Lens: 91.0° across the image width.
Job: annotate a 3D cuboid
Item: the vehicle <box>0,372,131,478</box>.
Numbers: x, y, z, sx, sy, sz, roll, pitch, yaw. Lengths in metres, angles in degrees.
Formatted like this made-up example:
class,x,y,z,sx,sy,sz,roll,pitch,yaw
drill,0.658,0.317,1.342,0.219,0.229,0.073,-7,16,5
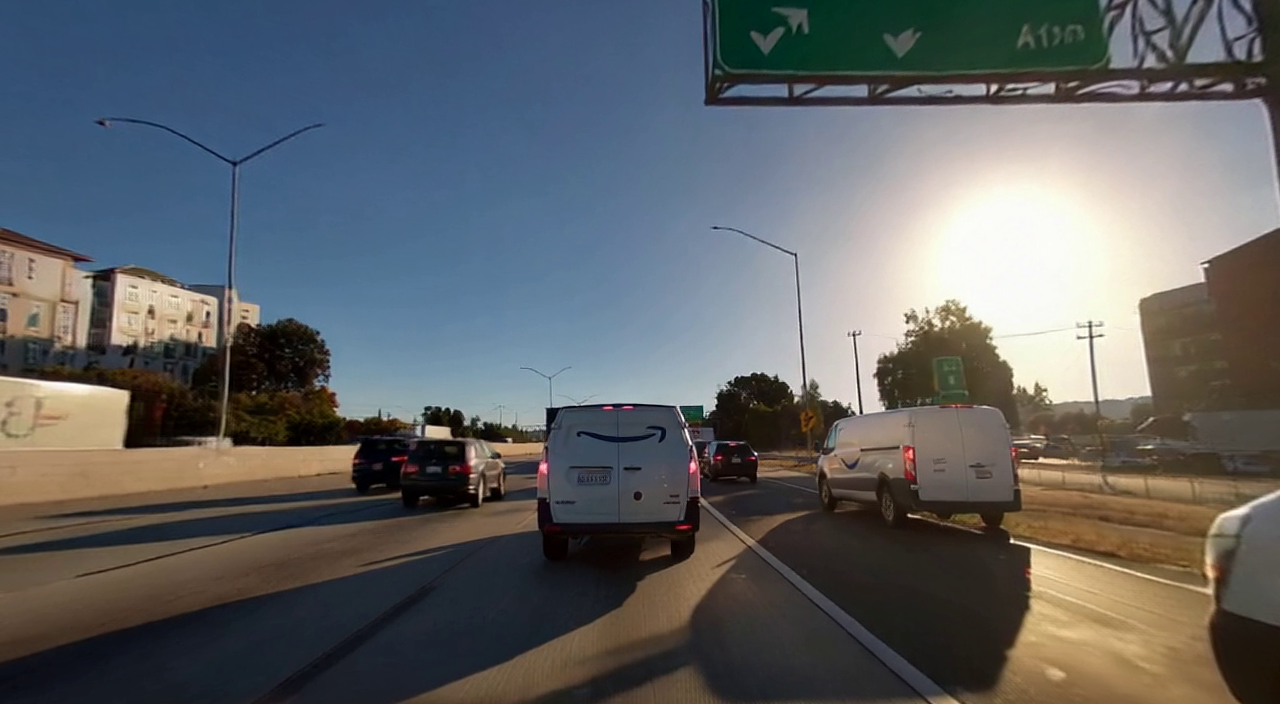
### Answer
class,x,y,z,sx,sy,sz,roll,pitch,yaw
vehicle,-22.979,2.529,21.703,3.003,3.521,9.197,0,-9,1

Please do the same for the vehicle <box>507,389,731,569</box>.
class,x,y,z,sx,sy,sz,roll,pitch,yaw
vehicle,-0.205,1.627,8.732,2.287,1.823,4.369,0,-9,0

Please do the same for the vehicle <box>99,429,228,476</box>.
class,x,y,z,sx,sy,sz,roll,pitch,yaw
vehicle,-15.833,3.351,21.158,1.578,1.432,3.491,0,-9,0

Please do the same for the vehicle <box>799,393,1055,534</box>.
class,x,y,z,sx,sy,sz,roll,pitch,yaw
vehicle,4.794,1.990,11.741,2.179,1.999,5.331,1,-9,-1

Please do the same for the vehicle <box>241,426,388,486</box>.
class,x,y,z,sx,sy,sz,roll,pitch,yaw
vehicle,-10.397,3.365,20.657,2.191,1.708,4.784,0,-8,1

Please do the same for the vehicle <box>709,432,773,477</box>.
class,x,y,z,sx,sy,sz,roll,pitch,yaw
vehicle,4.183,4.351,26.868,2.064,1.720,4.416,0,-8,1

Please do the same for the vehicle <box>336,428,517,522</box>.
class,x,y,z,sx,sy,sz,roll,pitch,yaw
vehicle,-3.913,2.328,12.494,1.983,1.496,4.371,0,-8,1
